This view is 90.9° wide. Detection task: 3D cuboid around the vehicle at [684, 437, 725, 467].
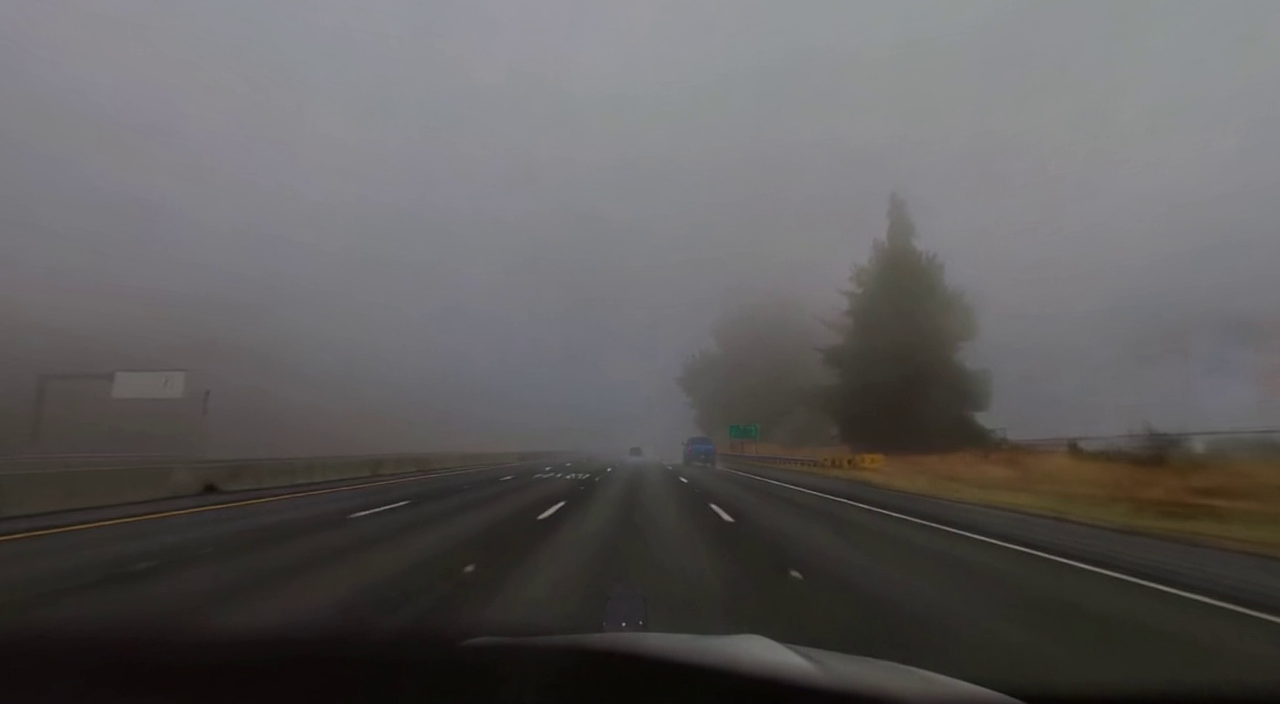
[{"bbox_3d":[4.287,6.753,42.778,2.172,1.930,4.879,0,-8,-1],"label":"vehicle"}]
